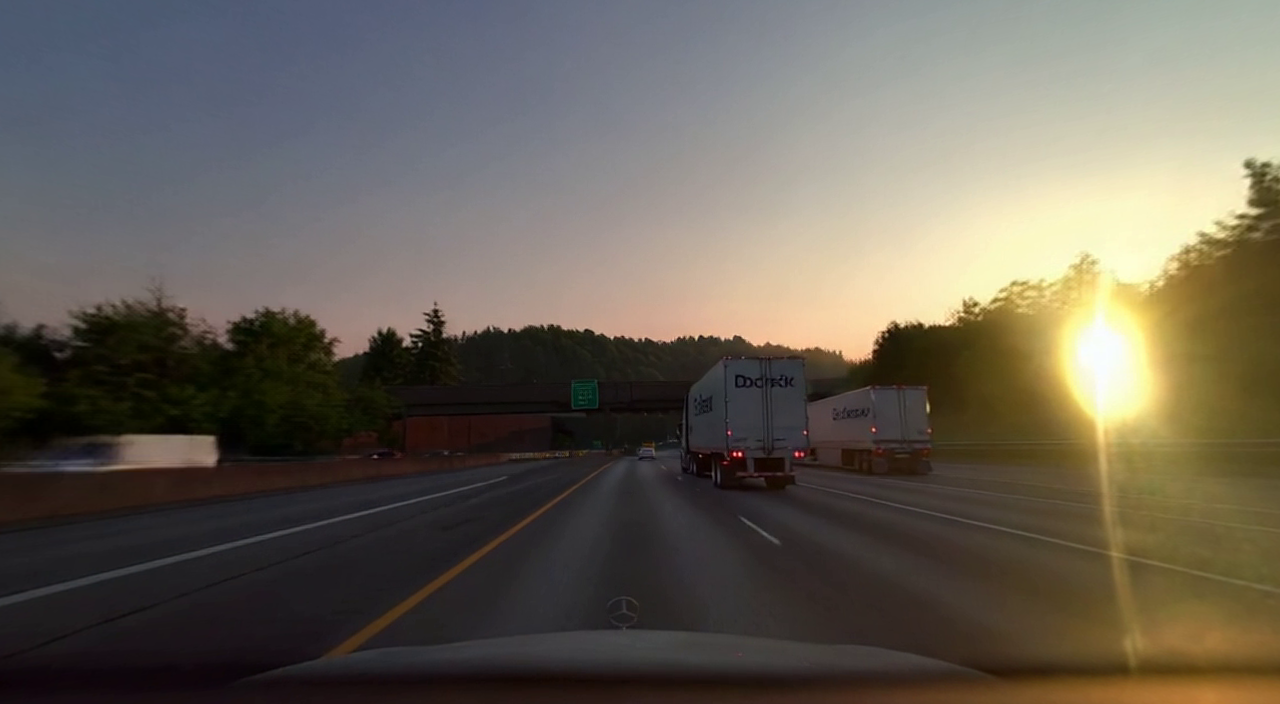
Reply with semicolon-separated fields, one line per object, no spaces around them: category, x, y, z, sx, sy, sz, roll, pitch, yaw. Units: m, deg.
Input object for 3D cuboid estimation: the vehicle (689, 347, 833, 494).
vehicle;3.655;2.581;21.949;3.025;4.010;9.542;0;-9;0
